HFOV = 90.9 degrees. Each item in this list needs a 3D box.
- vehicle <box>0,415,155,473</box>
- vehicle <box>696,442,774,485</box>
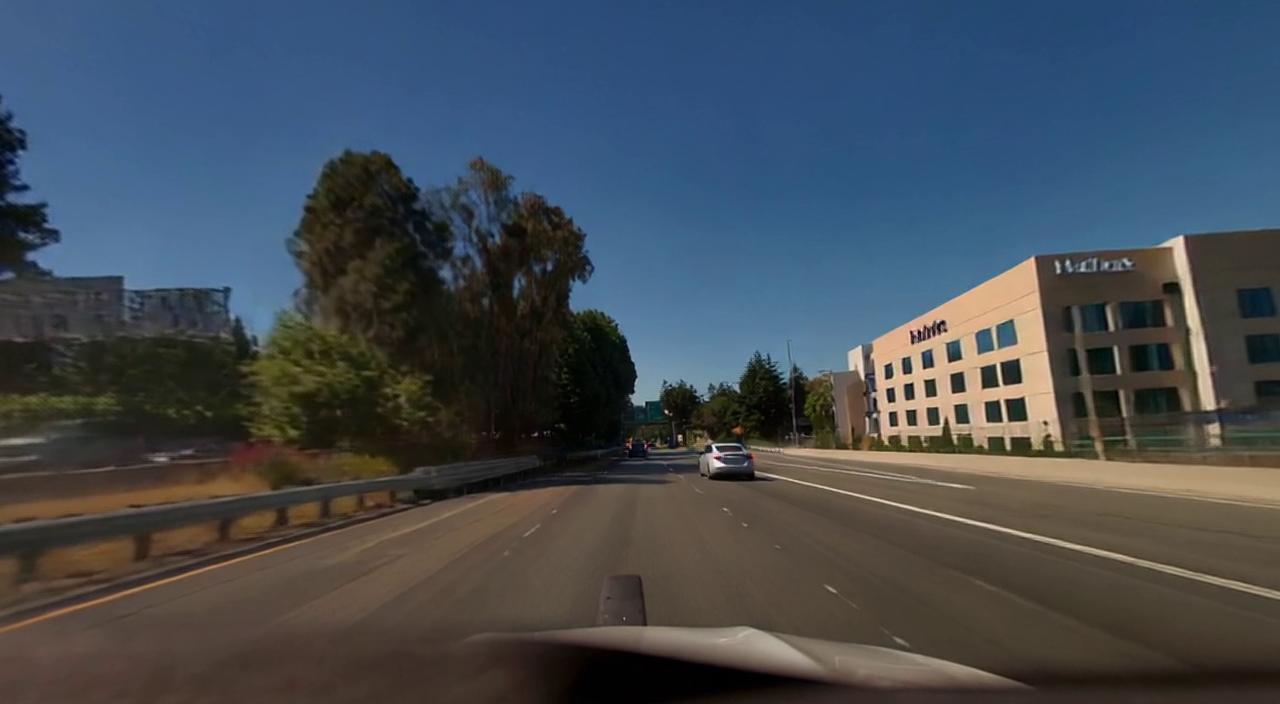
[{"bbox_3d":[-17.762,2.827,19.354,2.107,1.561,4.713,0,-9,-2],"label":"vehicle"},{"bbox_3d":[3.385,4.071,23.347,2.069,1.431,4.313,0,-9,-2],"label":"vehicle"}]
